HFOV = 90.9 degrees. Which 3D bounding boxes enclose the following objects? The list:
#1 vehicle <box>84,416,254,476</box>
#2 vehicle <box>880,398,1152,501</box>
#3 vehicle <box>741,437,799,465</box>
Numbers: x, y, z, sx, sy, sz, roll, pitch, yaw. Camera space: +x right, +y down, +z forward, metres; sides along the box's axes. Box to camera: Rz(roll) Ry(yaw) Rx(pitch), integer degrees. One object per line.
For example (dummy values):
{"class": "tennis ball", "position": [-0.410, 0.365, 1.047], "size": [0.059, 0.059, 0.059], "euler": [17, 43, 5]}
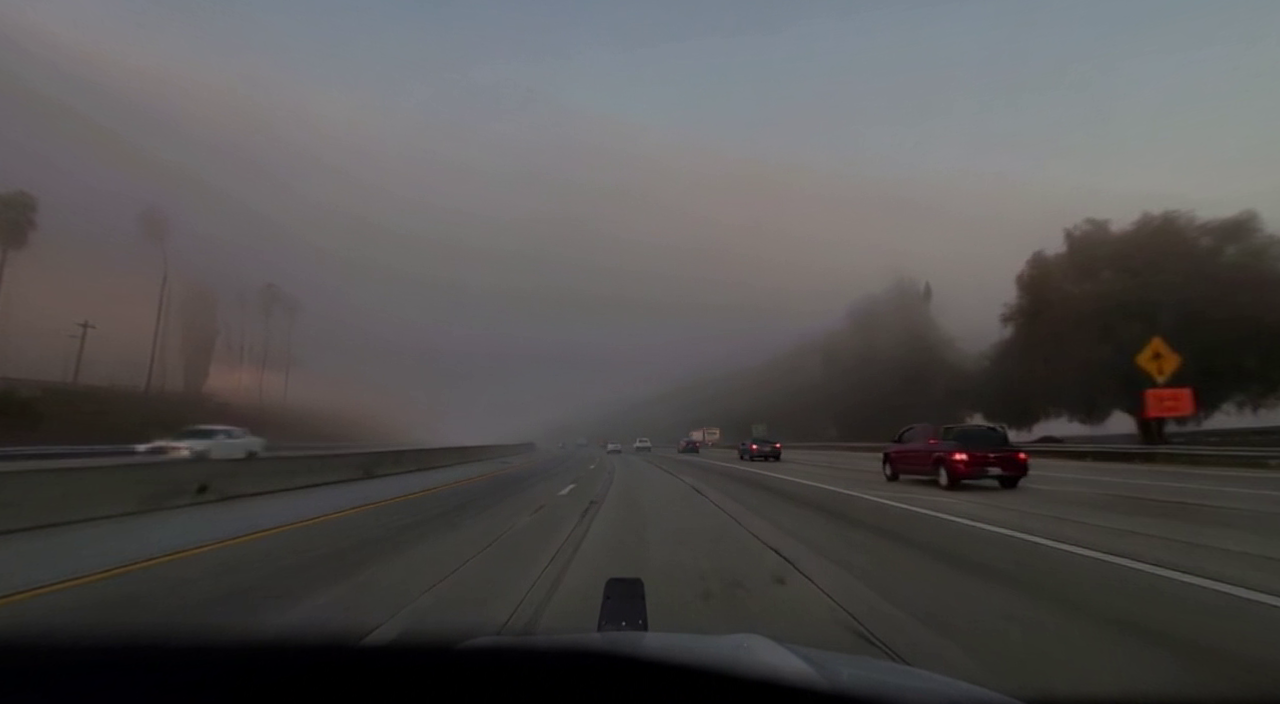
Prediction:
{"class": "vehicle", "position": [-15.009, 3.038, 20.531], "size": [2.019, 1.712, 4.612], "euler": [0, -8, -1]}
{"class": "vehicle", "position": [8.586, 2.375, 15.594], "size": [2.622, 1.977, 6.537], "euler": [0, -8, -1]}
{"class": "vehicle", "position": [7.299, 5.612, 35.940], "size": [2.110, 1.481, 4.511], "euler": [0, -8, -3]}
